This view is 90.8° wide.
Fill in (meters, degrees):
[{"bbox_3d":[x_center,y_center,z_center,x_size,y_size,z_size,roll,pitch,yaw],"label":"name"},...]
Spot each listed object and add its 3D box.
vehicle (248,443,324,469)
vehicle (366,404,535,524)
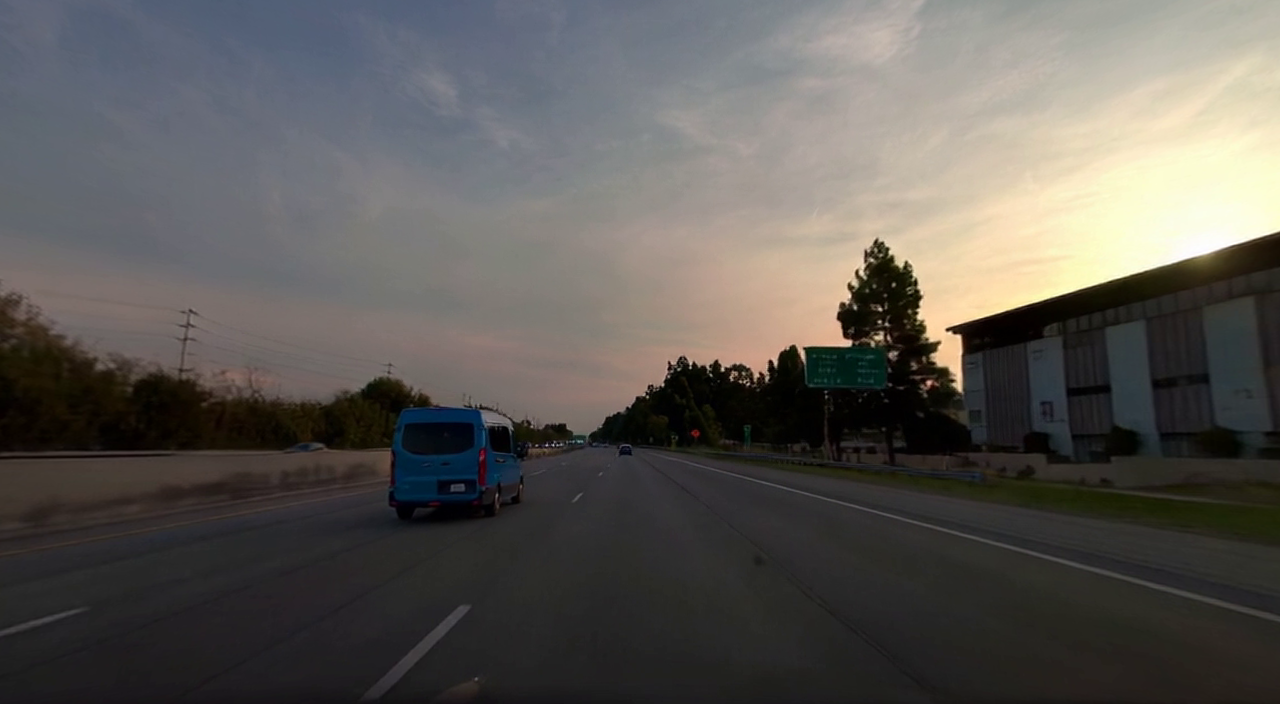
[{"bbox_3d":[-20.416,6.004,36.639,1.836,1.431,4.297,0,-9,1],"label":"vehicle"},{"bbox_3d":[-3.519,2.196,12.785,2.046,1.982,4.465,0,-9,-1],"label":"vehicle"}]
